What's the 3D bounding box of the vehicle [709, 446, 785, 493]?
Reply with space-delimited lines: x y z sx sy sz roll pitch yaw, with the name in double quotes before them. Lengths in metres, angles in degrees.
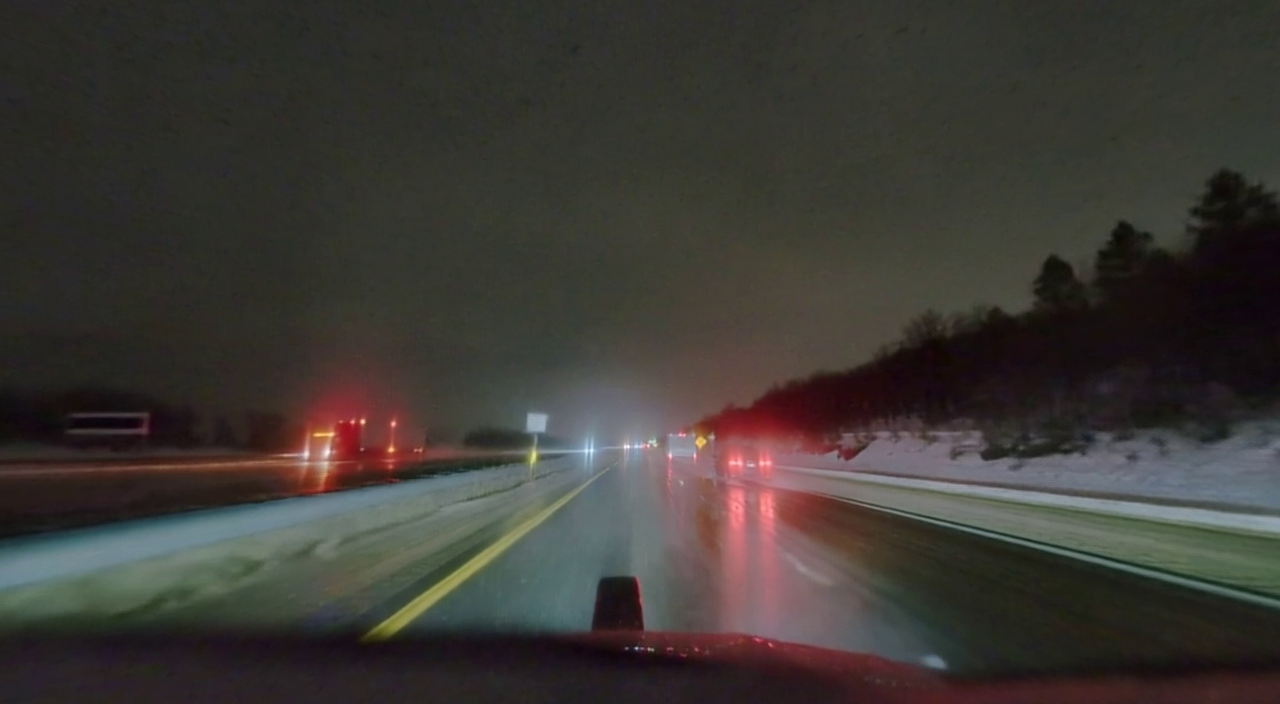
"vehicle" 3.593 4.019 21.790 1.836 1.459 3.766 0 -9 -2
